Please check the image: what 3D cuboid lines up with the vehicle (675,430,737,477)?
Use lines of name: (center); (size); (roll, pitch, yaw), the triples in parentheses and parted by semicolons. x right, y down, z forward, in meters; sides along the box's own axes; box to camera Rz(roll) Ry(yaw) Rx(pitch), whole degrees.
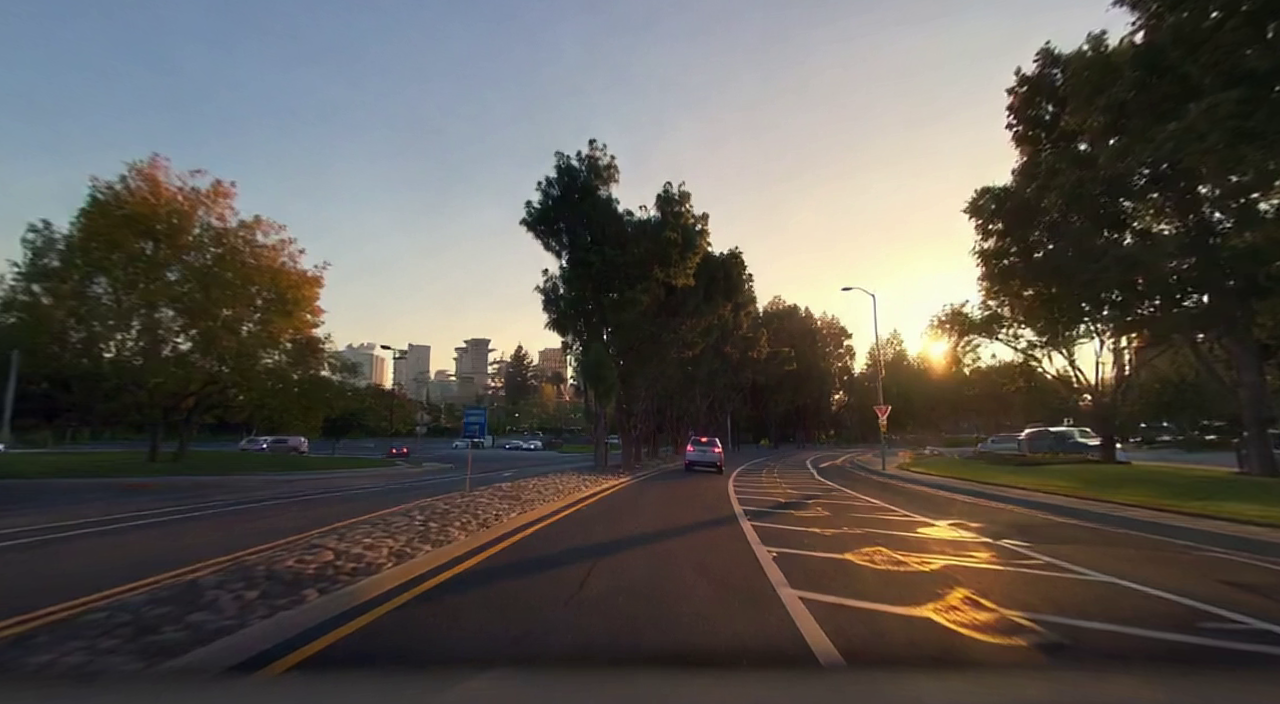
vehicle: (3.151, 4.616, 28.873); (2.371, 1.926, 5.615); (-1, -9, 10)
